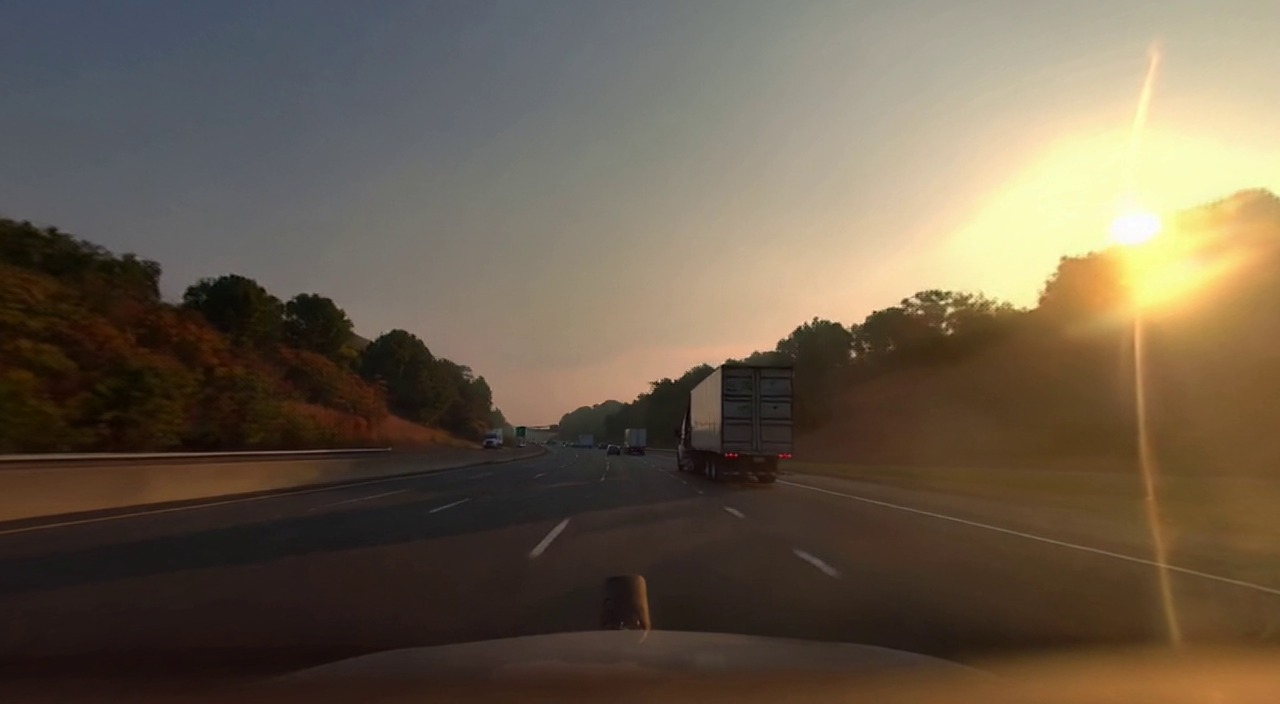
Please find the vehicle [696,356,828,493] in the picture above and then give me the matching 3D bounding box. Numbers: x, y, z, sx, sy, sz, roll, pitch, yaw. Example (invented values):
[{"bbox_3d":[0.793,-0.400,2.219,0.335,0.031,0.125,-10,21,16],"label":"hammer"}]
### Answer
[{"bbox_3d":[3.976,2.753,22.878,2.826,4.035,8.369,0,-9,-2],"label":"vehicle"}]
